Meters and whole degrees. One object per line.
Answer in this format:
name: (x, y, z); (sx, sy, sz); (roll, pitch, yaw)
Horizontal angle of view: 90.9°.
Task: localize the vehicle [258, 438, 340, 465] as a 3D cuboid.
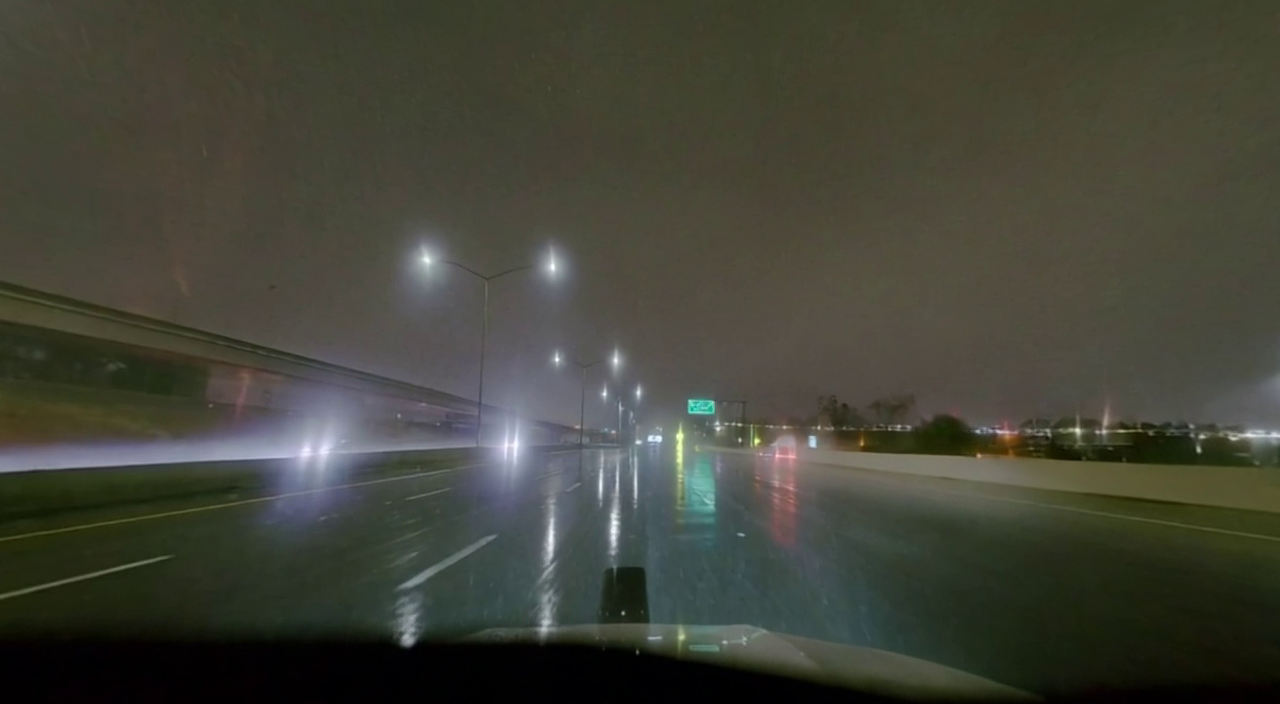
vehicle: (-19.892, 5.832, 37.074); (2.045, 1.465, 4.739); (-1, -8, 2)
